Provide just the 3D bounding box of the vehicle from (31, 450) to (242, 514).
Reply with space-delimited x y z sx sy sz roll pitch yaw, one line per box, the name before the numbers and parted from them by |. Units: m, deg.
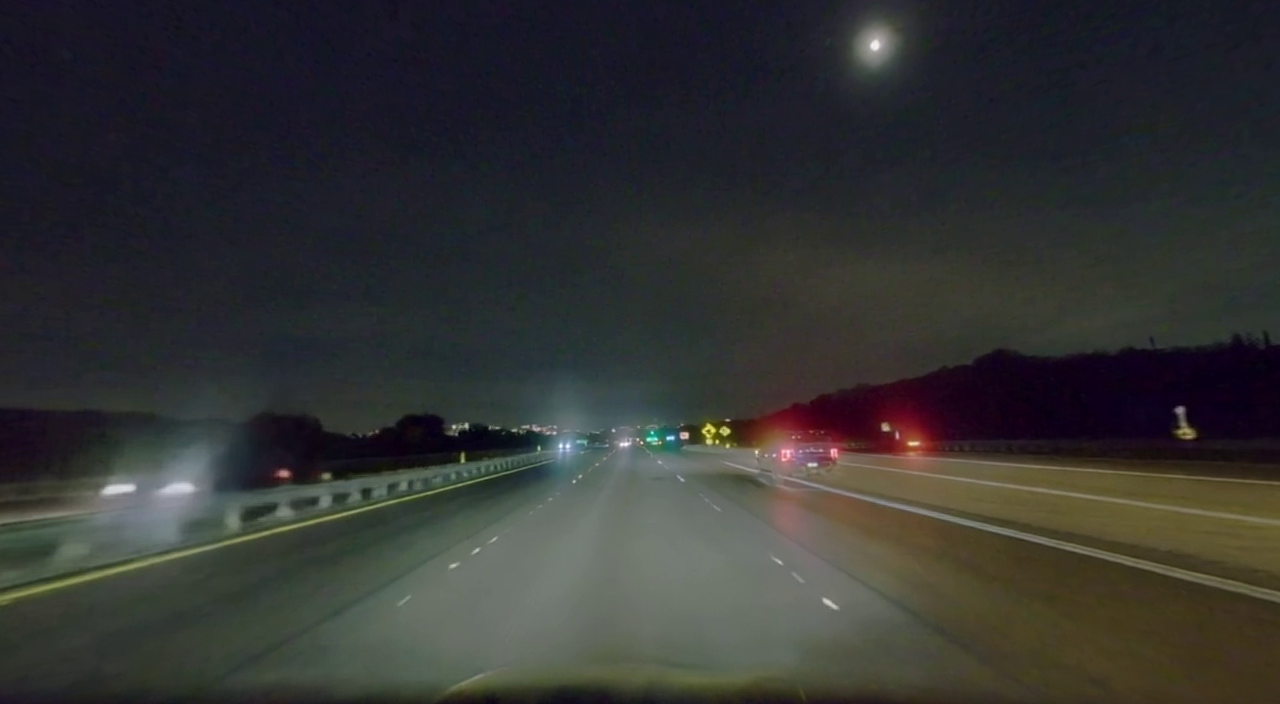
vehicle | -13.430 3.441 17.295 1.942 1.444 4.697 0 -8 -1
